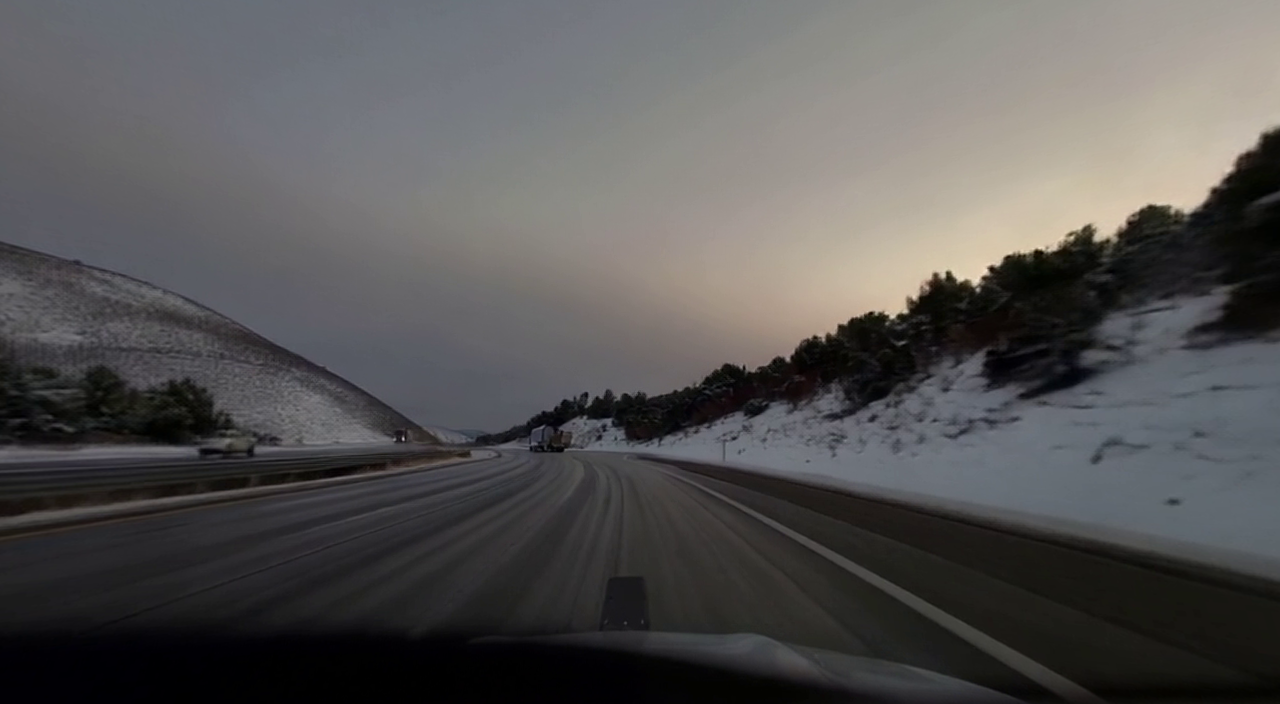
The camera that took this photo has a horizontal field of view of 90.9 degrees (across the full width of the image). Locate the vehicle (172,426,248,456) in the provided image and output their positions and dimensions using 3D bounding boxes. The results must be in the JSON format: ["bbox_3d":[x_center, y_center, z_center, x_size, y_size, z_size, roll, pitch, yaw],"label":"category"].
[{"bbox_3d":[-26.295,5.480,38.701,1.972,1.734,4.366,1,-9,-7],"label":"vehicle"}]
